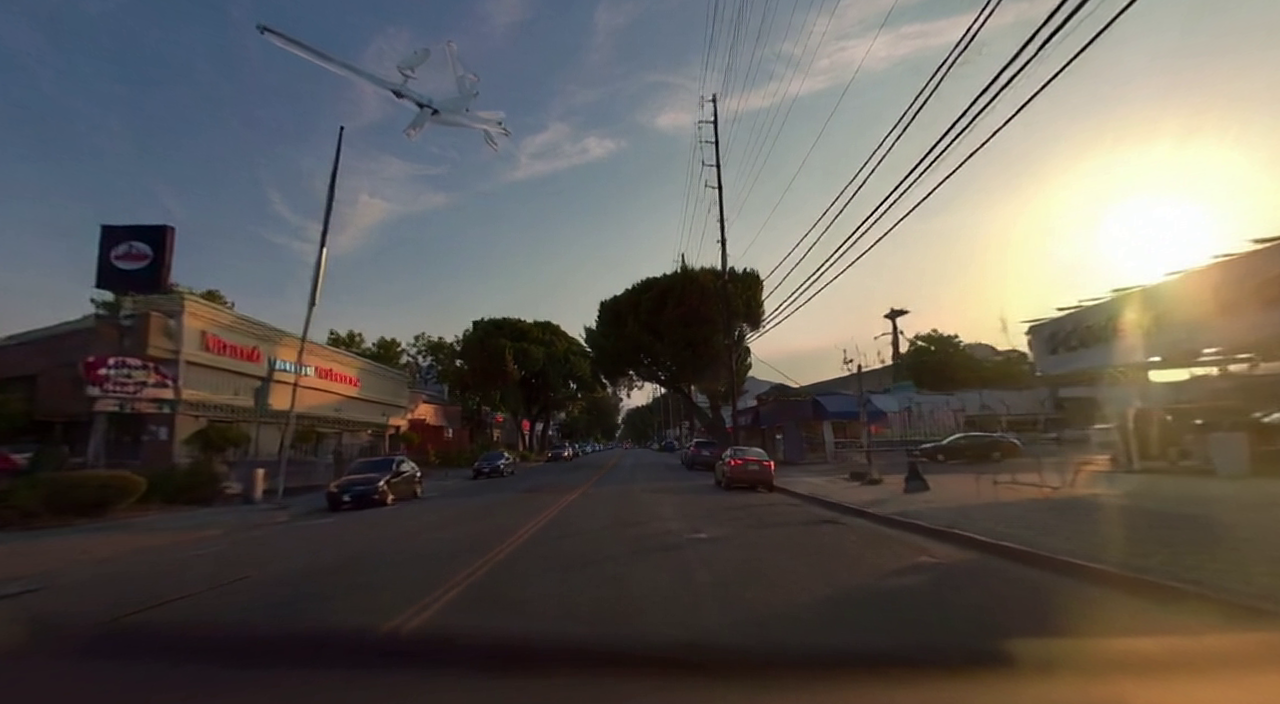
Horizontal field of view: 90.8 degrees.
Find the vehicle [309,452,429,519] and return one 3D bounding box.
[{"bbox_3d":[-7.845,3.837,18.721,1.787,1.543,4.052,-3,-7,0],"label":"vehicle"}]

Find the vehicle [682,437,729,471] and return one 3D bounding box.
[{"bbox_3d":[3.855,6.106,38.020,2.080,1.893,4.699,0,-8,-3],"label":"vehicle"}]

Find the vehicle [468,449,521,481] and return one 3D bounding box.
[{"bbox_3d":[-7.936,6.160,34.754,1.872,1.455,4.350,-3,-8,-1],"label":"vehicle"}]

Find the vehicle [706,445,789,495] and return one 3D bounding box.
[{"bbox_3d":[3.573,3.981,21.865,1.990,1.521,4.693,0,-8,0],"label":"vehicle"}]
